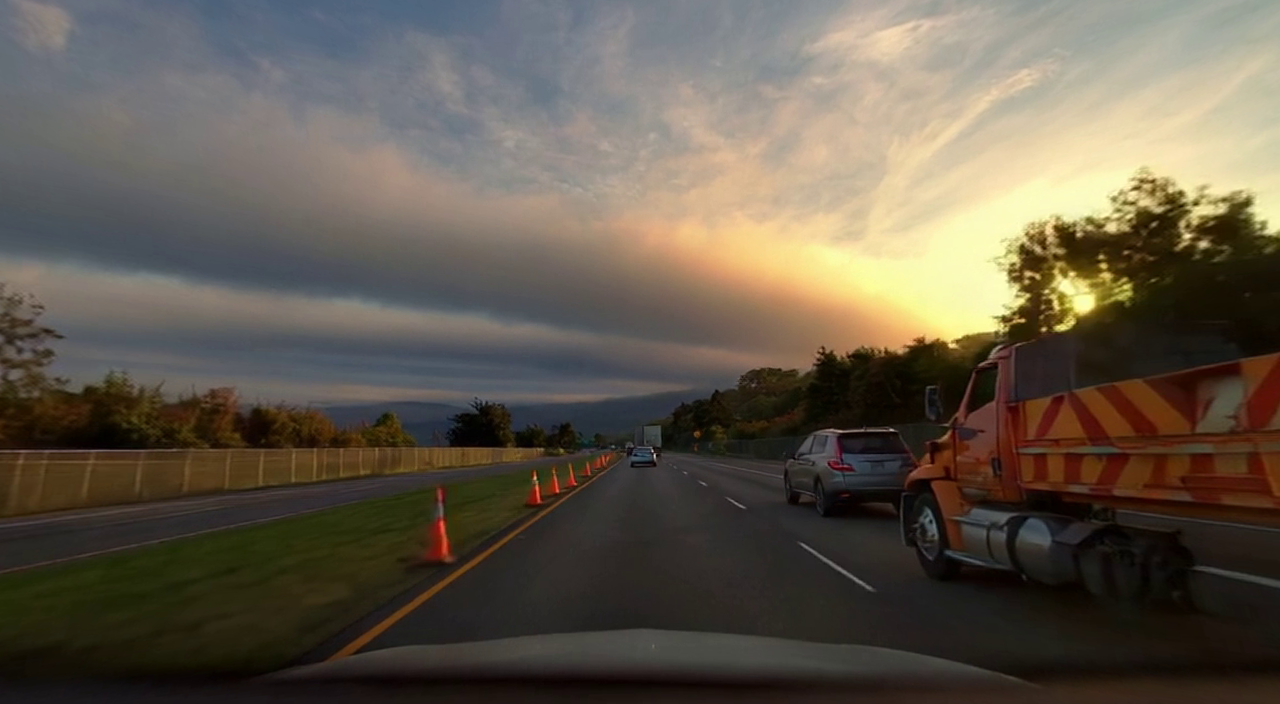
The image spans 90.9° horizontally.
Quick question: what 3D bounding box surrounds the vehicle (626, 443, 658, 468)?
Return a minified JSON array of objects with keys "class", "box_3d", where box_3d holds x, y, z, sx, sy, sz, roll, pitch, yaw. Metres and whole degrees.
[{"class":"vehicle","box_3d":[0.123,6.896,42.175,2.065,1.573,3.734,0,-9,0]}]
